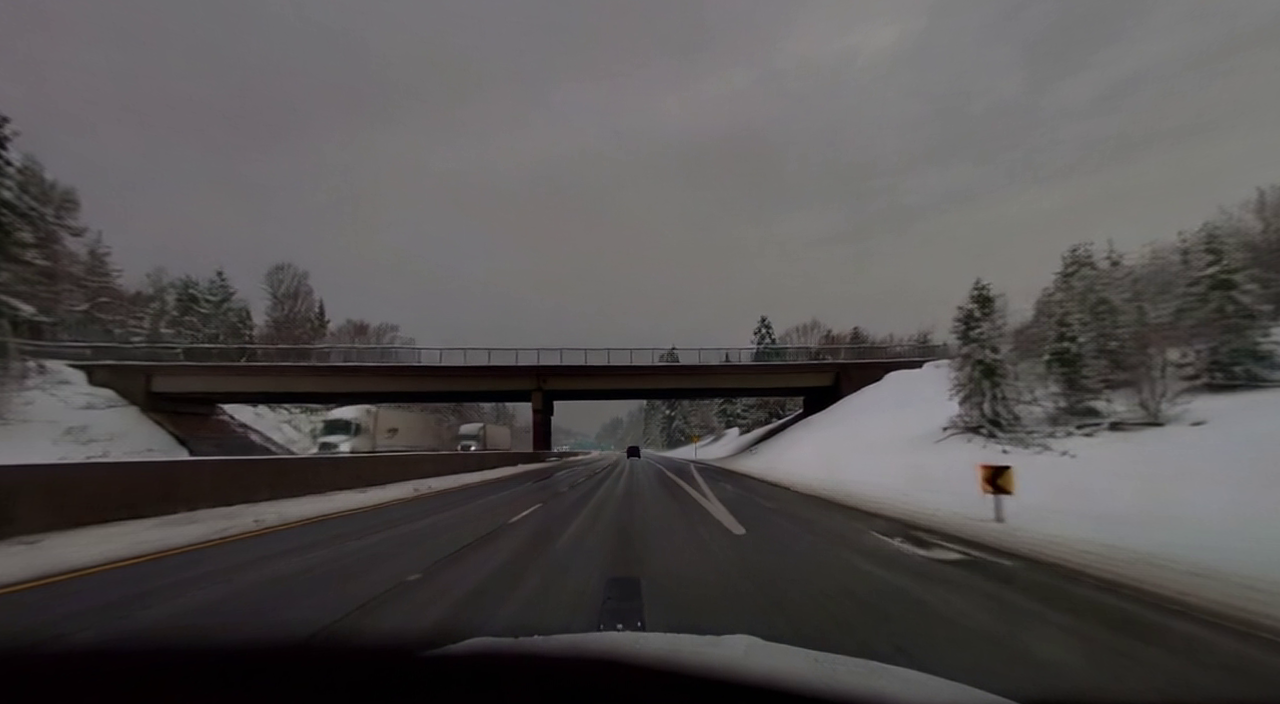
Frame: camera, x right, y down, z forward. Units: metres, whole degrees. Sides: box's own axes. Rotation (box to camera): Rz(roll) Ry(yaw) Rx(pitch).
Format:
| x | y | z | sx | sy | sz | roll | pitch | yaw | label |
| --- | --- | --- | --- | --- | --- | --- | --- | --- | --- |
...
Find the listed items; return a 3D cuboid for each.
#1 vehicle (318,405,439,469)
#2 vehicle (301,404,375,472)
| x | y | z | sx | sy | sz | roll | pitch | yaw | label |
| --- | --- | --- | --- | --- | --- | --- | --- | --- | --- |
| -18.475 | 6.341 | 46.220 | 2.906 | 3.972 | 14.227 | 0 | -9 | -1 | vehicle |
| -18.319 | 5.244 | 38.447 | 2.956 | 3.987 | 2.717 | 0 | -9 | 0 | vehicle |
